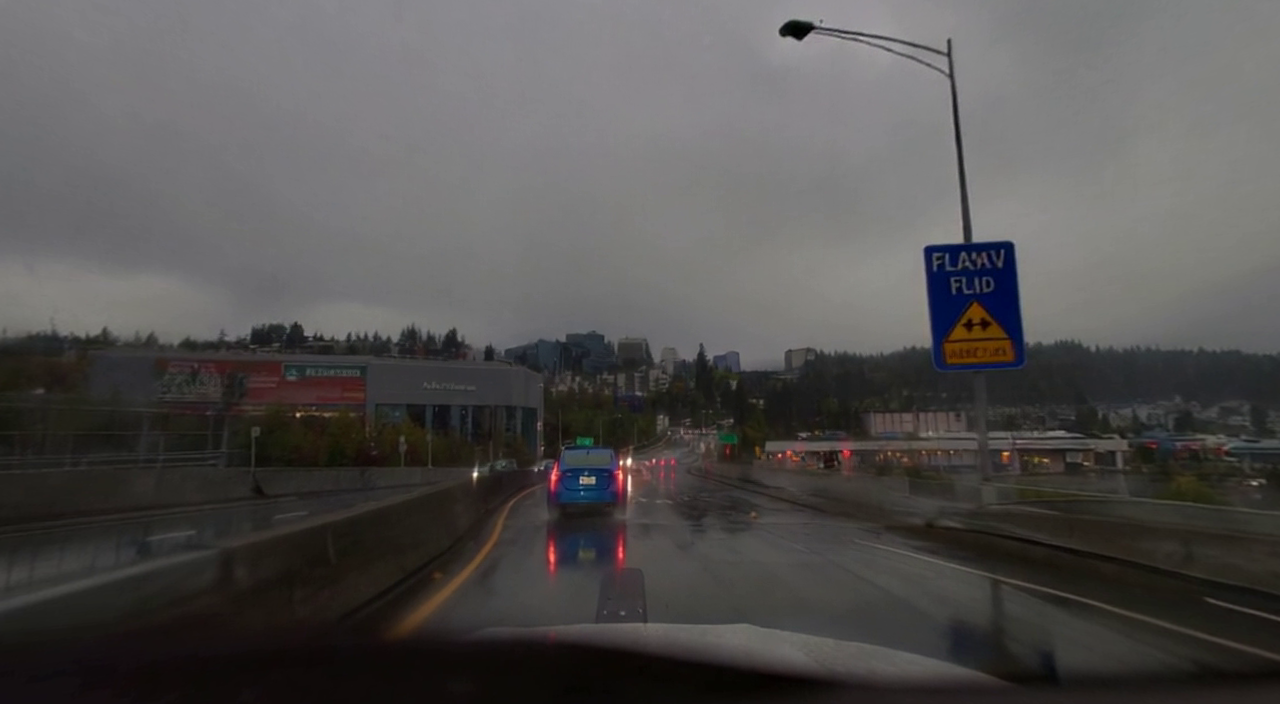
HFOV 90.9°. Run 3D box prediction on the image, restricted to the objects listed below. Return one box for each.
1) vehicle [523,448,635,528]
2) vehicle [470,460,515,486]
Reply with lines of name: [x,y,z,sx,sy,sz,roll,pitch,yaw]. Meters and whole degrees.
vehicle: [-1.349,2.812,13.643,2.063,1.442,3.933,1,-9,-7]
vehicle: [-9.818,8.057,42.116,1.854,1.472,3.728,-2,-8,4]
